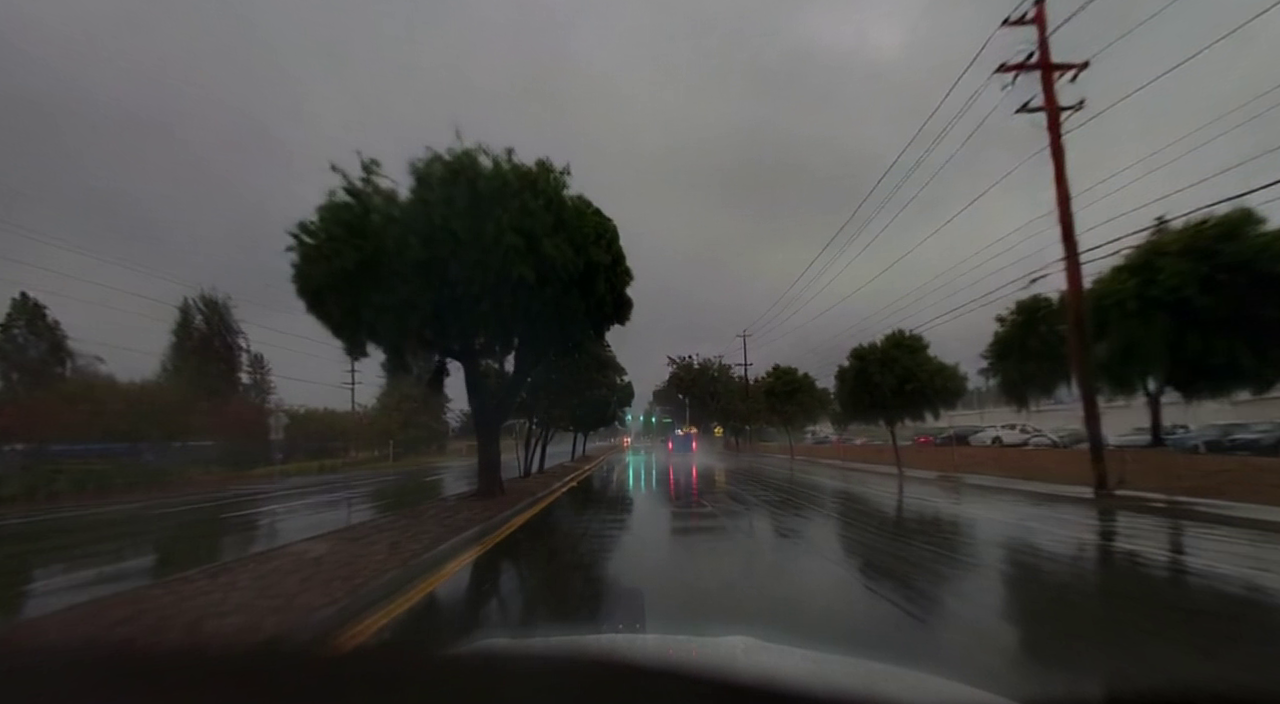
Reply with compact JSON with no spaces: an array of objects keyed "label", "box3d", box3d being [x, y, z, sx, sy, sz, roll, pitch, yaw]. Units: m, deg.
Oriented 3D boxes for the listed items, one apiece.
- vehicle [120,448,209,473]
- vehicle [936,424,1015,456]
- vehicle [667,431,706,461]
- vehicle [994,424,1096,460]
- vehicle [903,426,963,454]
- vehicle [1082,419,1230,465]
[{"label":"vehicle","box3d":[-34.572,7.867,46.043,4.598,1.717,2.289,0,-8,-1]},{"label":"vehicle","box3d":[19.964,5.272,37.839,1.941,1.784,4.967,0,-8,-1]},{"label":"vehicle","box3d":[2.970,6.116,40.989,2.086,1.803,4.607,0,-8,-1]},{"label":"vehicle","box3d":[20.169,4.535,31.763,2.021,1.640,4.620,0,-8,-1]},{"label":"vehicle","box3d":[19.985,6.055,43.278,1.939,1.753,4.469,0,-8,0]},{"label":"vehicle","box3d":[20.311,3.600,25.213,1.896,1.656,4.653,0,-8,-1]}]
